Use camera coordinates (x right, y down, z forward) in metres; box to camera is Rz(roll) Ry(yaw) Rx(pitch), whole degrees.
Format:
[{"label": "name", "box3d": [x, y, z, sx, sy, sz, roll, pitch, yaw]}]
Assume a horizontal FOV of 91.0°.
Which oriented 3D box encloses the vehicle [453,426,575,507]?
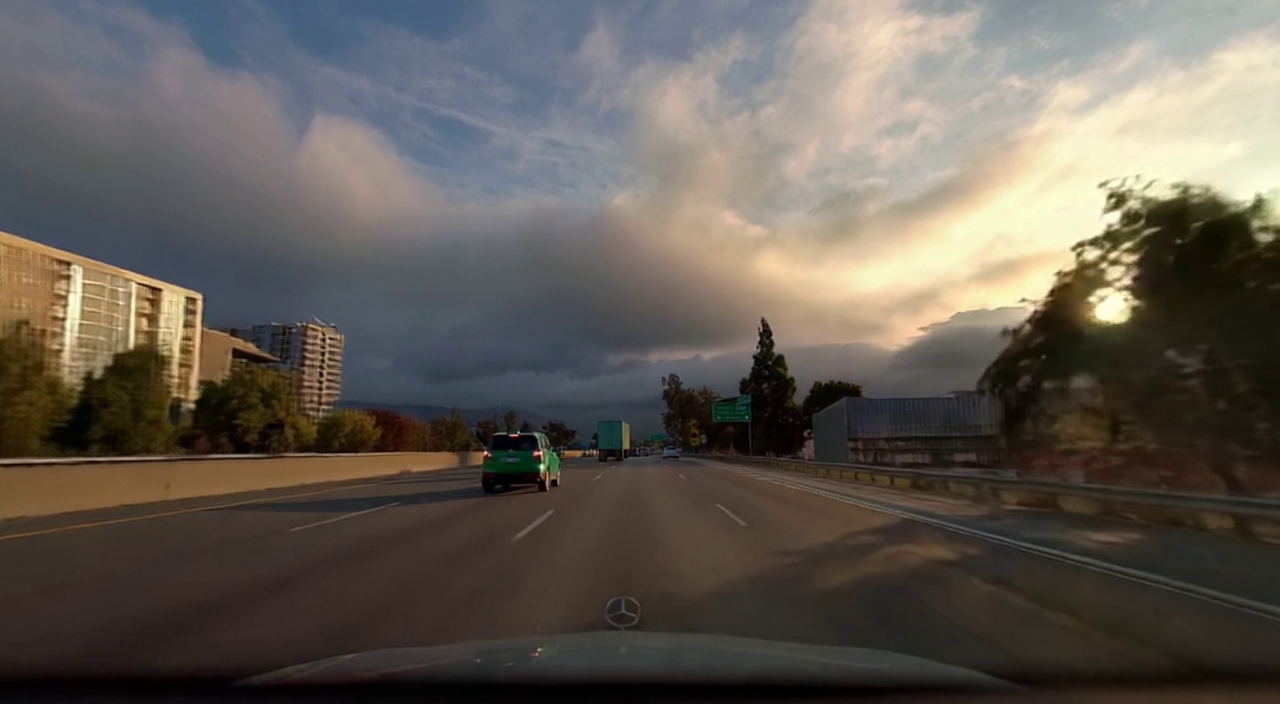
[{"label": "vehicle", "box3d": [-3.005, 2.858, 16.099, 2.111, 1.742, 4.315, 0, -9, 1]}]
